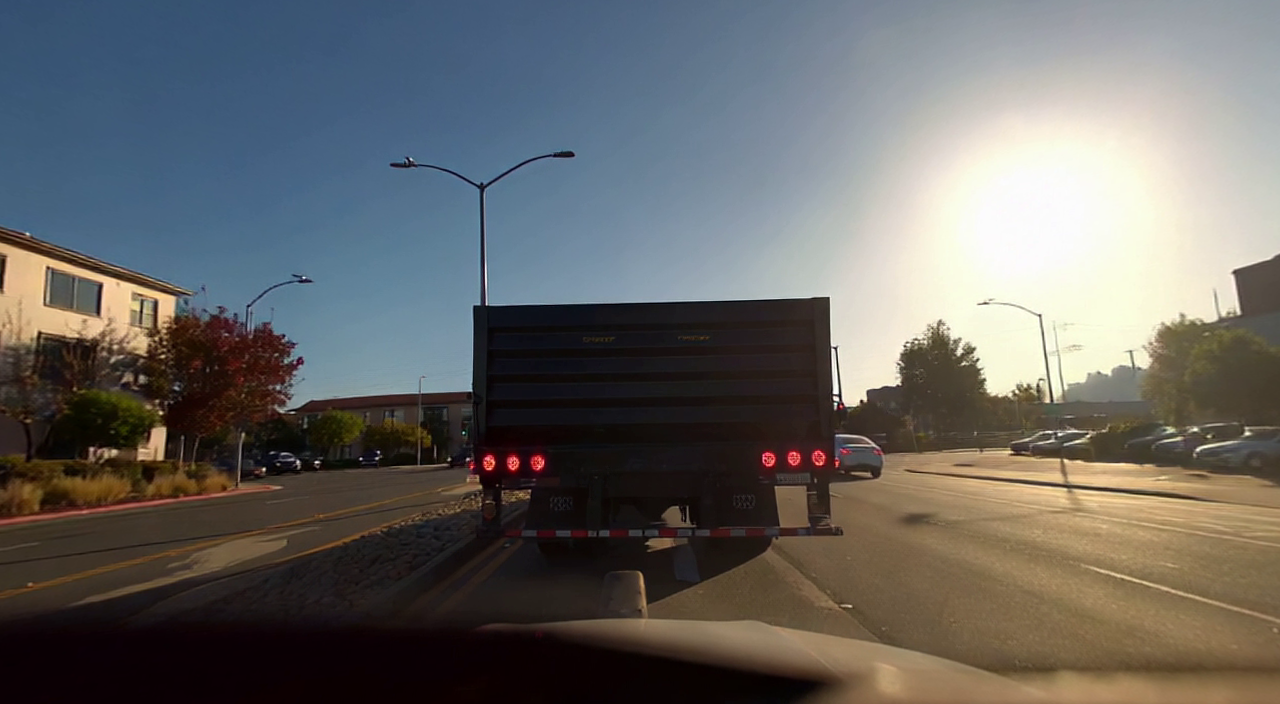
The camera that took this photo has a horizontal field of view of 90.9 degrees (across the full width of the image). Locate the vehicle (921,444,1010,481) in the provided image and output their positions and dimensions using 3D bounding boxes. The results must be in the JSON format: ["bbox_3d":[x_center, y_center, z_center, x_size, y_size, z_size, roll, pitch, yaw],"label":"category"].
[{"bbox_3d":[14.154,4.799,27.731,1.777,1.488,4.081,-1,-8,1],"label":"vehicle"}]

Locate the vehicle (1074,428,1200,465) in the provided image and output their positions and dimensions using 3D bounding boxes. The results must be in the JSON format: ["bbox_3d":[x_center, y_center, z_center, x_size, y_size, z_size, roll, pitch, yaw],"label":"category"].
[{"bbox_3d":[23.115,4.392,29.448,4.171,1.614,1.894,-1,-8,1],"label":"vehicle"}]

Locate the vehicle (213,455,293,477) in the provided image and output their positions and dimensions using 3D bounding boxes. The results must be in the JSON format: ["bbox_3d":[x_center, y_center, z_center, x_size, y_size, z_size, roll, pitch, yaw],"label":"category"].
[{"bbox_3d":[-26.862,7.908,43.832,4.409,1.446,1.862,-1,-8,6],"label":"vehicle"}]

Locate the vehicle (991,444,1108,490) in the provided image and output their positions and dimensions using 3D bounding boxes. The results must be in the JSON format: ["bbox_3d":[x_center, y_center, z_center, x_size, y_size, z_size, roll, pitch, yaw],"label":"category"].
[{"bbox_3d":[14.288,3.995,22.279,1.702,1.475,3.670,-1,-8,1],"label":"vehicle"}]

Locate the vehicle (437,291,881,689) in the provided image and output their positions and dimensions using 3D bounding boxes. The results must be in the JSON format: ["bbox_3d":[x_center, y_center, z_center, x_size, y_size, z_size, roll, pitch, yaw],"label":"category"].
[{"bbox_3d":[0.264,1.317,7.399,2.650,2.391,7.008,-1,-8,3],"label":"vehicle"}]
